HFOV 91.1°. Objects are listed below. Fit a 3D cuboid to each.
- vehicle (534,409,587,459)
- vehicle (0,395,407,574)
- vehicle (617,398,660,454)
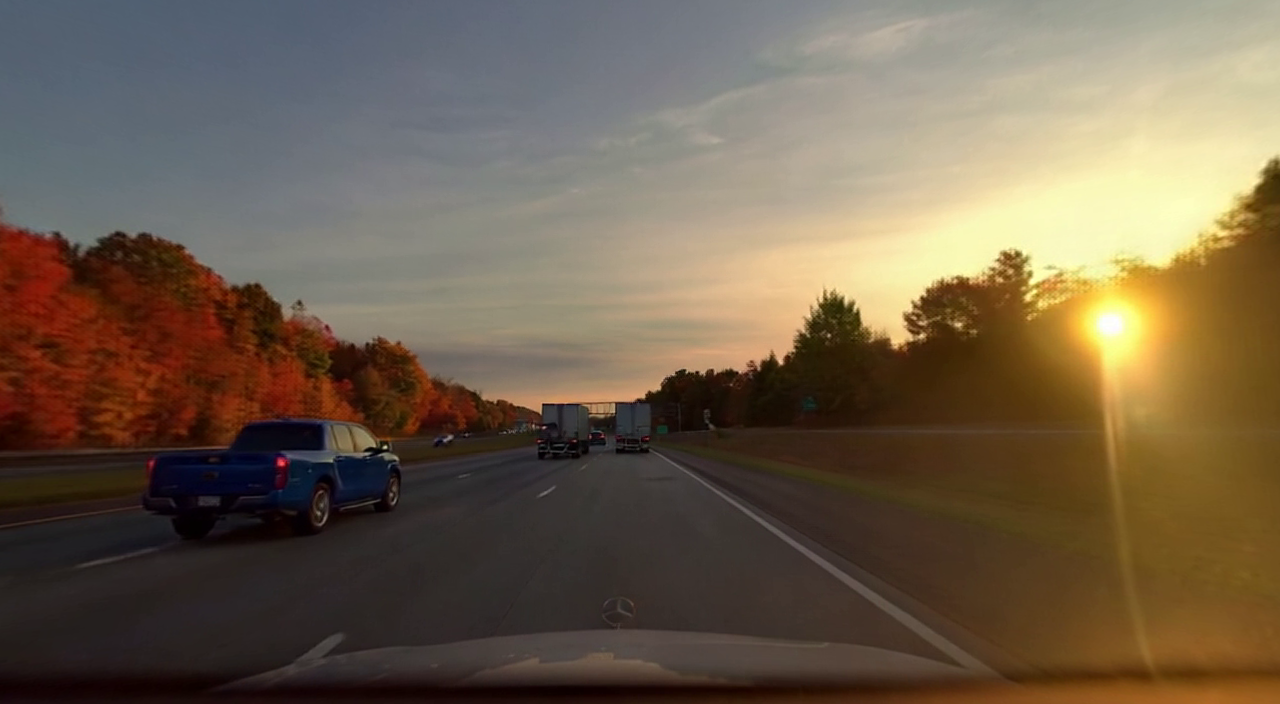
[{"bbox_3d":[-4.599,4.861,37.317,2.383,2.726,5.677,0,-8,0],"label":"vehicle"},{"bbox_3d":[-4.944,1.549,8.216,2.089,1.669,4.515,0,-8,-1],"label":"vehicle"},{"bbox_3d":[-0.242,5.918,49.738,3.078,3.955,8.774,0,-8,-2],"label":"vehicle"}]
